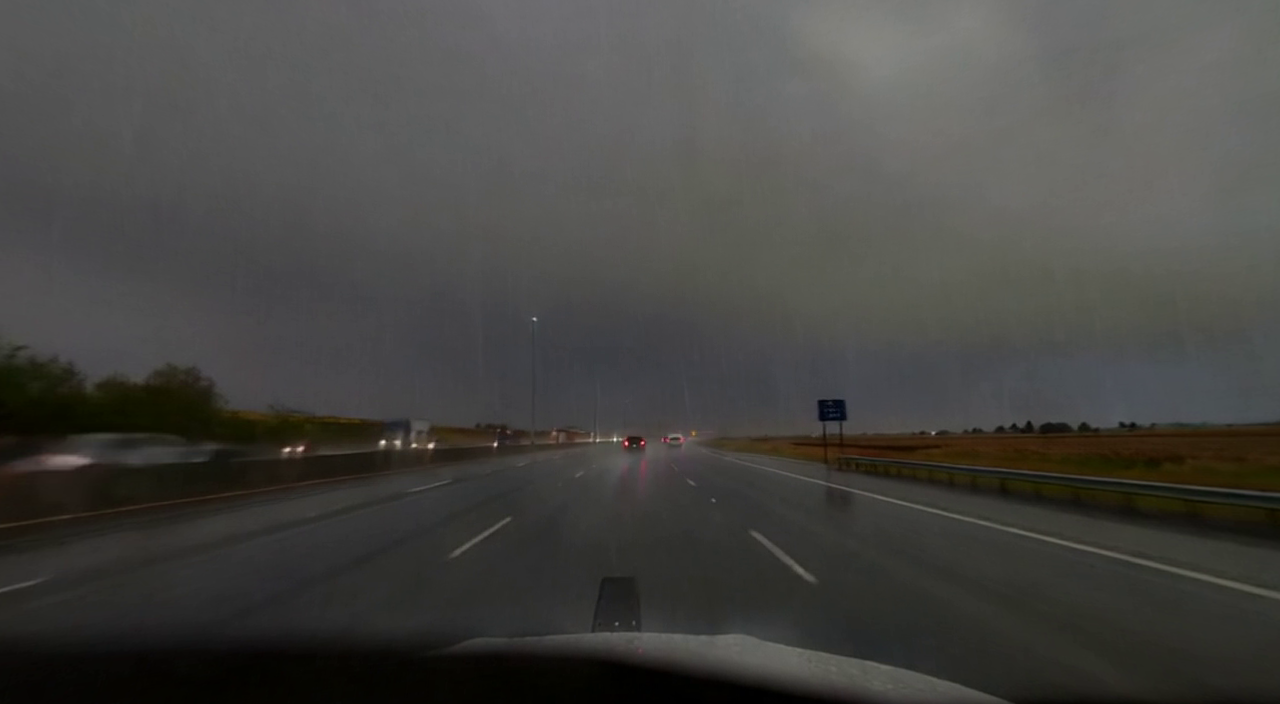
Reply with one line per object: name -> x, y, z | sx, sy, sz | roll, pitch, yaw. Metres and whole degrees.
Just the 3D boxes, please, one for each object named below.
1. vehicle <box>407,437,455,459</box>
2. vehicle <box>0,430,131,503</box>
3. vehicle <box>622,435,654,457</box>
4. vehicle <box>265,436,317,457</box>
vehicle -> -14.709, 6.771, 44.655 | 1.836, 1.431, 4.374 | 0, -8, 1
vehicle -> -14.173, 2.528, 14.282 | 1.976, 1.489, 3.932 | 0, -8, -1
vehicle -> -0.151, 6.590, 44.419 | 2.140, 1.475, 3.969 | 0, -8, 0
vehicle -> -25.677, 6.925, 46.510 | 1.766, 1.472, 3.591 | 0, -8, 1
